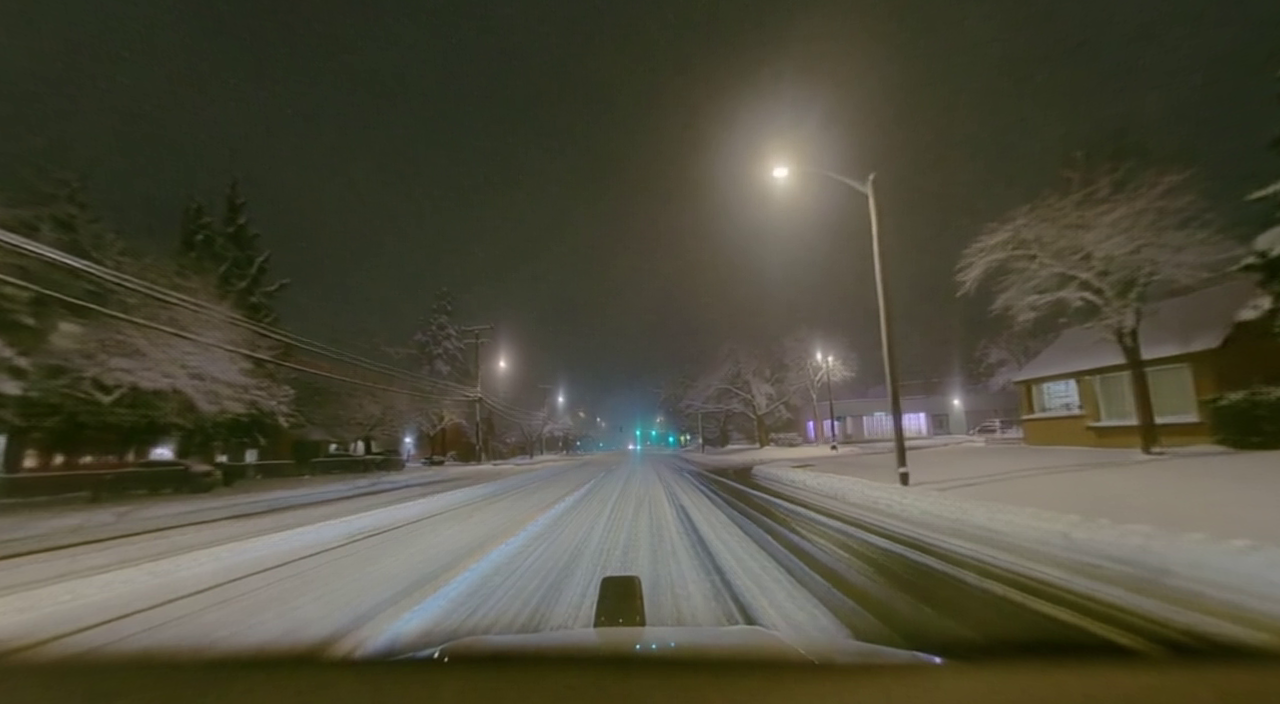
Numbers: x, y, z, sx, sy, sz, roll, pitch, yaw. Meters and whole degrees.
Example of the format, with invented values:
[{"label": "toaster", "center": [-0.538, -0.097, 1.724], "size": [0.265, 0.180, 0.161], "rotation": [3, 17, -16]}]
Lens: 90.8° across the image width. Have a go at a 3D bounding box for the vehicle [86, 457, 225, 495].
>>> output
[{"label": "vehicle", "center": [-21.662, 5.501, 28.407], "size": [1.859, 1.461, 4.646], "rotation": [-9, -12, 44]}]
